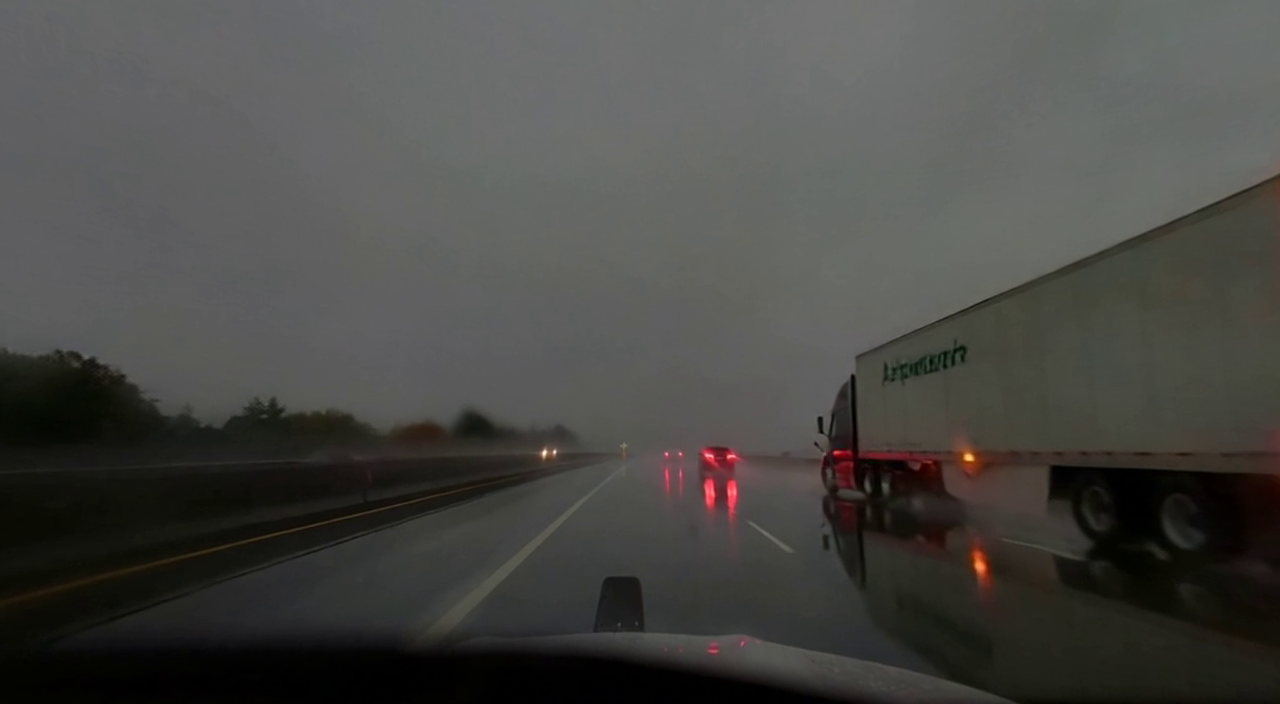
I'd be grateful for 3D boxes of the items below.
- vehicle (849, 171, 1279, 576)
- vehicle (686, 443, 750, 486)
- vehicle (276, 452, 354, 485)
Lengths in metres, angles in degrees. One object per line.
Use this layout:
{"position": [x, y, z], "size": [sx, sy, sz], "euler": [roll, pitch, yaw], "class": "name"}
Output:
{"position": [7.875, 1.078, 11.951], "size": [2.907, 4.042, 13.858], "euler": [0, -9, -1], "class": "vehicle"}
{"position": [3.042, 4.495, 25.325], "size": [2.024, 1.579, 3.707], "euler": [0, -9, -1], "class": "vehicle"}
{"position": [-15.430, 5.536, 30.060], "size": [1.795, 1.421, 3.668], "euler": [0, -9, 0], "class": "vehicle"}
